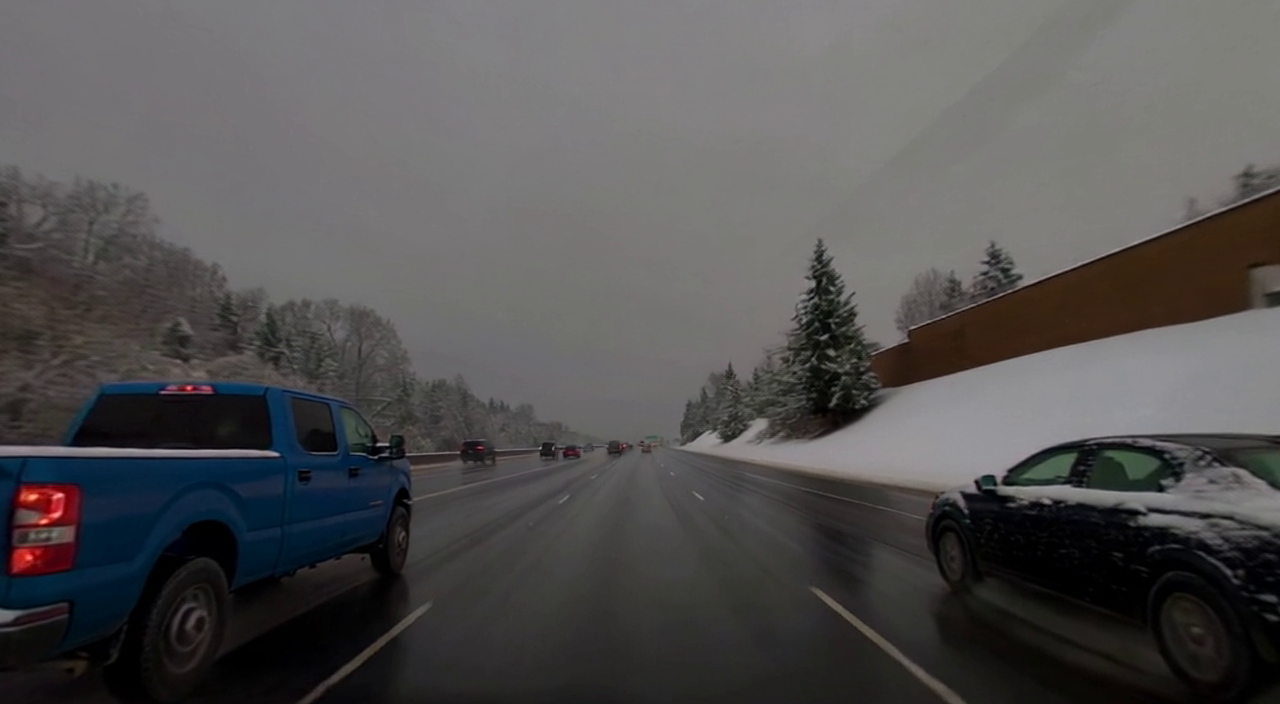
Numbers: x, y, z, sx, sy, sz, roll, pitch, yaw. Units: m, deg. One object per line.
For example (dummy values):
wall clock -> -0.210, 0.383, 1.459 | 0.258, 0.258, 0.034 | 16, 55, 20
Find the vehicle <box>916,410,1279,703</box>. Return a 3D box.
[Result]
vehicle -> 3.906, 1.220, 4.098 | 2.047, 1.524, 4.619 | 0, -9, -1

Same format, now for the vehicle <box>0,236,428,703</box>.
vehicle -> -3.600, 0.859, 3.816 | 2.483, 2.100, 6.208 | 0, -9, 0

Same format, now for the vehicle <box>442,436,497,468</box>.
vehicle -> -10.790, 6.359, 40.343 | 2.012, 1.875, 4.895 | 0, -9, 1
